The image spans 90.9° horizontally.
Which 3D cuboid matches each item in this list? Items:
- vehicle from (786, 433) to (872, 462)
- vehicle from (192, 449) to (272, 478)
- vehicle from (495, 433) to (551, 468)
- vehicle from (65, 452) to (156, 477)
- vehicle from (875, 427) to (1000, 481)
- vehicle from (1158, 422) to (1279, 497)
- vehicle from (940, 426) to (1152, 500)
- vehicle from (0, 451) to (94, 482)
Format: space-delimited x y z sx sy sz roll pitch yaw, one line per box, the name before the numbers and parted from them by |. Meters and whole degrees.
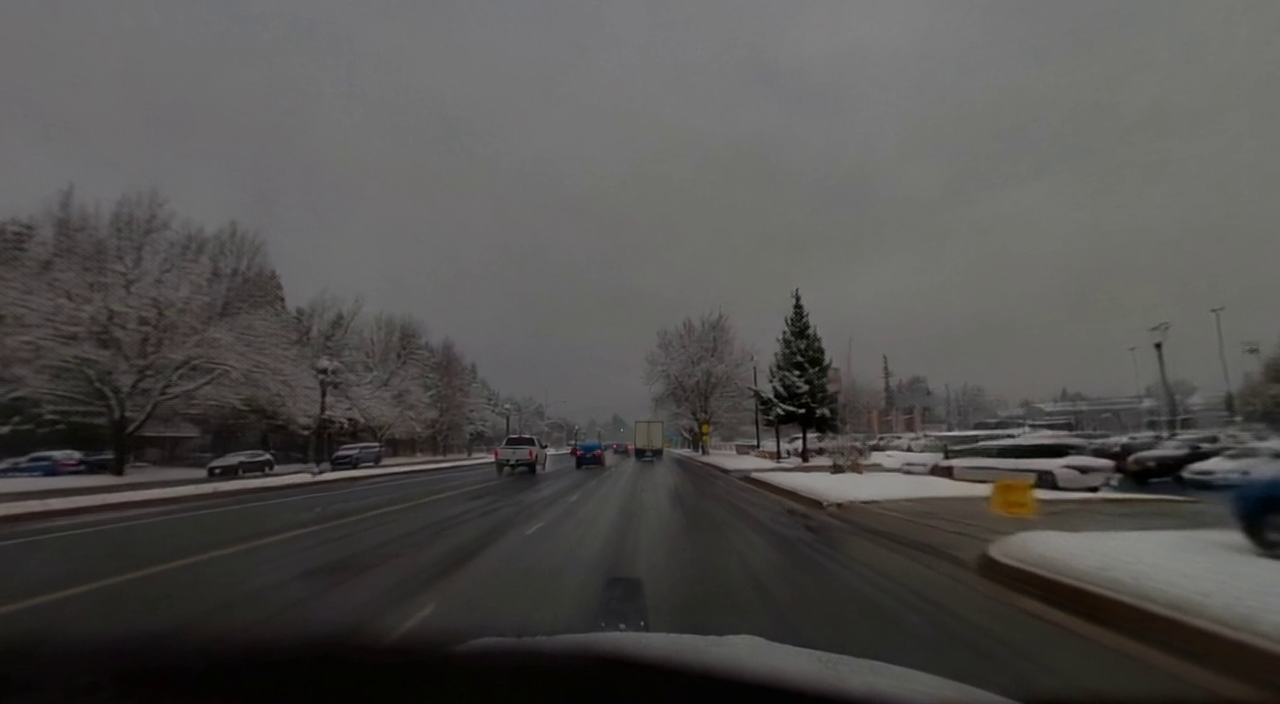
vehicle | 11.528 5.843 38.694 4.655 1.688 1.876 0 -8 1
vehicle | -25.929 7.081 40.274 1.918 1.687 4.653 0 -8 1
vehicle | -6.783 5.753 37.034 2.149 1.893 5.187 0 -8 2
vehicle | -33.560 7.145 40.023 4.071 1.495 1.741 0 -8 -2
vehicle | 9.526 3.316 20.631 1.956 1.551 4.439 0 -8 1
vehicle | 14.857 2.492 14.789 1.956 1.591 4.080 0 -8 2
vehicle | 9.491 2.632 15.360 2.097 1.497 4.685 0 -8 1
vehicle | -33.460 6.318 34.849 4.462 1.613 2.046 0 -8 -1
